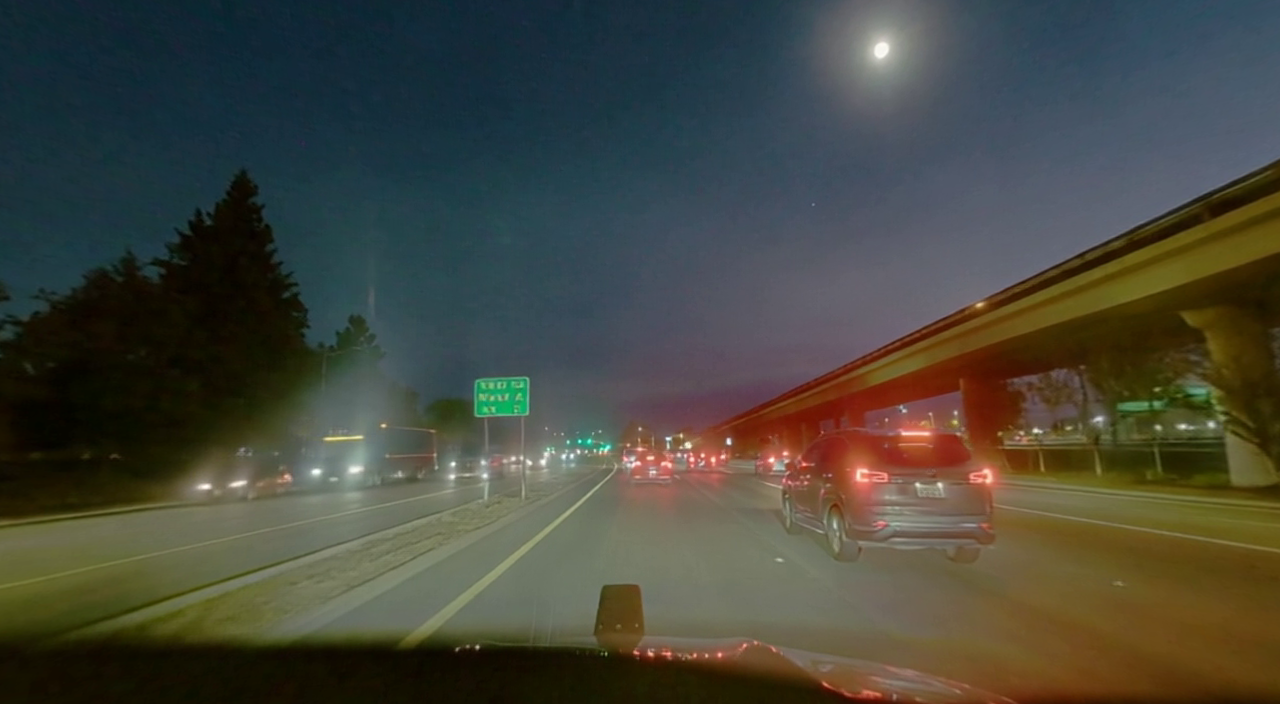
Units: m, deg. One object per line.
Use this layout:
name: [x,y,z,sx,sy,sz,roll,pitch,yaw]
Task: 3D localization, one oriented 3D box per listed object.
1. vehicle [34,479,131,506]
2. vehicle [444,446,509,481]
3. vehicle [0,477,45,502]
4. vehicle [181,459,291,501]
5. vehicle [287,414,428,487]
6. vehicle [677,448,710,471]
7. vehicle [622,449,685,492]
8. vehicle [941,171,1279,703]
vehicle: [-32.609,8.215,37.036,3.907,1.435,1.765,0,-9,-2]
vehicle: [-8.665,5.927,33.936,2.165,1.764,4.671,0,-9,1]
vehicle: [-45.135,9.770,44.733,4.067,1.637,1.836,-1,-10,-1]
vehicle: [-19.118,6.043,30.227,2.091,1.771,4.727,0,-9,0]
vehicle: [-15.793,5.672,36.693,3.206,3.617,10.684,0,-9,0]
vehicle: [3.627,7.352,43.394,1.962,1.431,4.205,0,-9,0]
vehicle: [0.444,4.143,22.439,2.027,1.341,3.775,0,-9,0]
vehicle: [3.431,0.541,1.921,2.588,2.321,4.927,0,-9,1]
